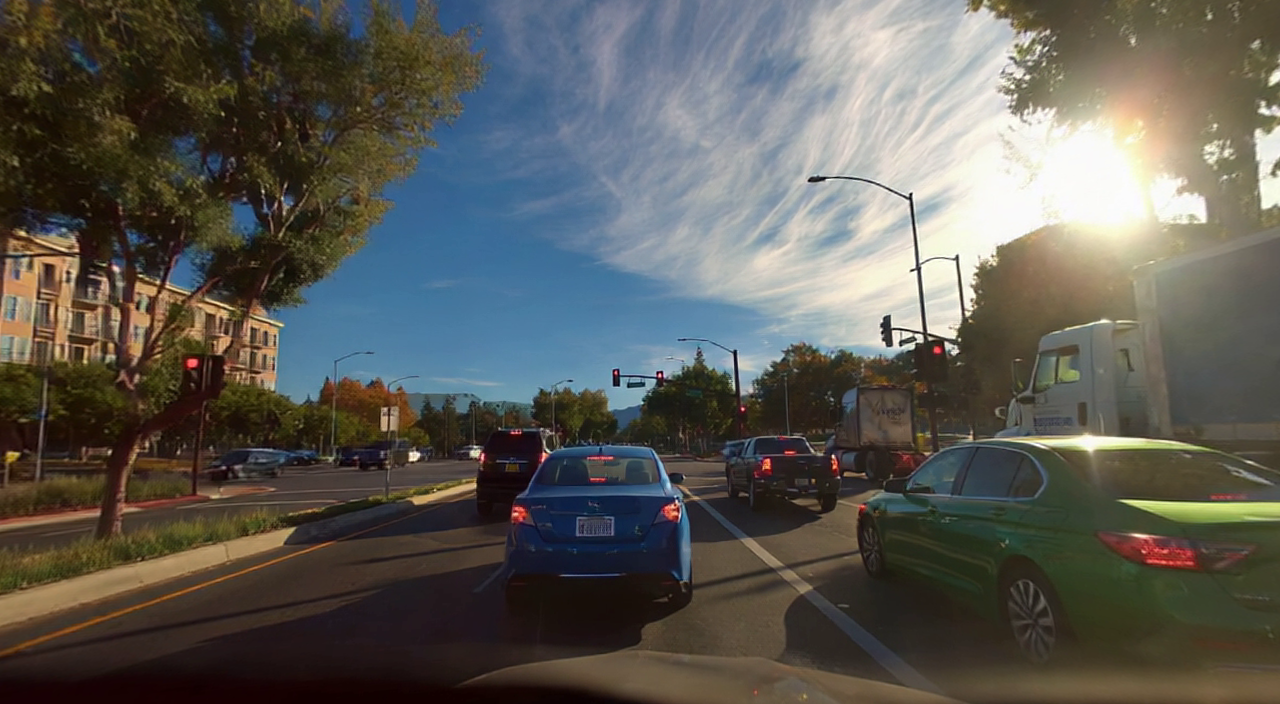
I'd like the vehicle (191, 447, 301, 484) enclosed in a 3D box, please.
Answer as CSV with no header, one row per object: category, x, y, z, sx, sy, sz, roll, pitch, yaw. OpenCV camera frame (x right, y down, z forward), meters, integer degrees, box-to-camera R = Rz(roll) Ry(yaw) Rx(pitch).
vehicle,-18.200,5.239,29.526,2.130,1.550,4.618,0,-8,1

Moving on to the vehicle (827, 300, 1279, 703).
vehicle,3.575,1.111,5.061,2.572,1.945,5.065,0,-8,0

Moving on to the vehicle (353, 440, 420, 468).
vehicle,-17.971,7.255,45.166,2.308,1.903,5.813,0,-8,0

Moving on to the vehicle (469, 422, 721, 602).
vehicle,-0.407,1.653,7.396,2.143,1.520,3.848,0,-8,-1

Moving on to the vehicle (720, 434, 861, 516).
vehicle,3.161,2.674,14.329,2.026,1.549,4.559,0,-8,-1
